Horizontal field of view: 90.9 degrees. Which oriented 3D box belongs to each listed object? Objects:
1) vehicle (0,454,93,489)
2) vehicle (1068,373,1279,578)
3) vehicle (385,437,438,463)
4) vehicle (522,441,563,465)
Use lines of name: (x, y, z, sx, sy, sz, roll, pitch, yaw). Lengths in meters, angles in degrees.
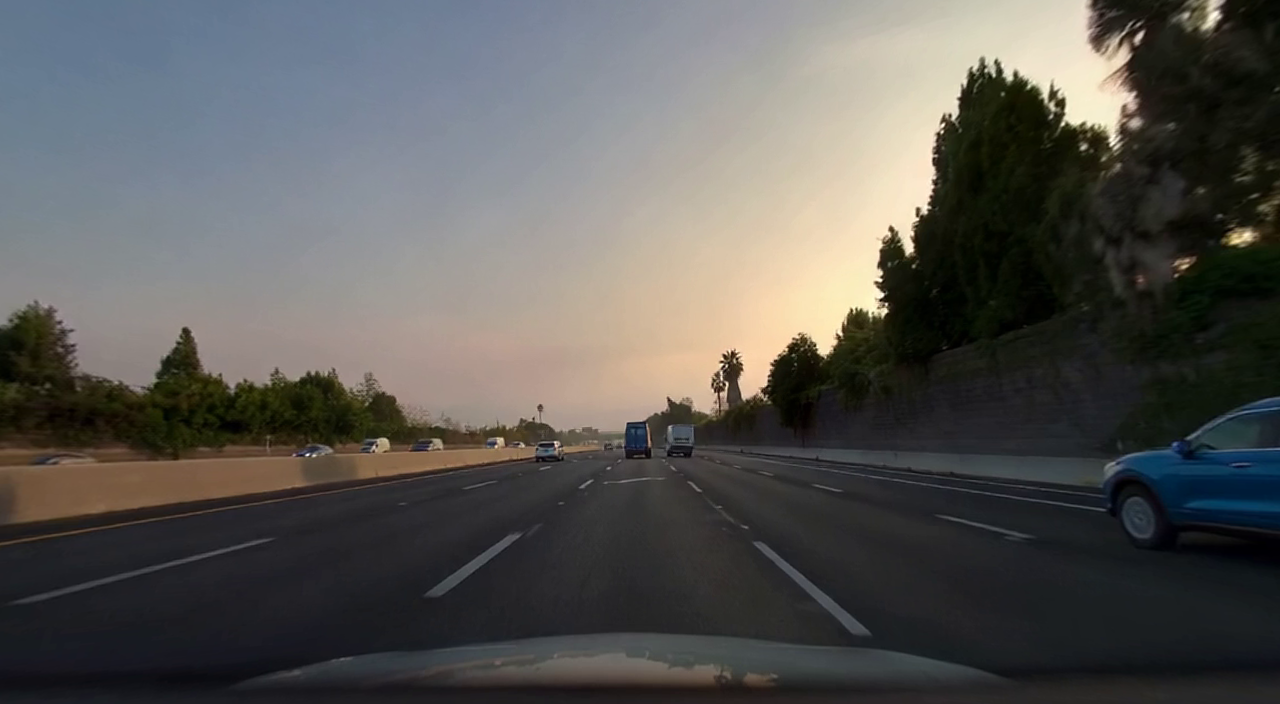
vehicle: (-26.729, 5.254, 27.979, 1.799, 1.371, 3.407, 0, -8, 0)
vehicle: (7.190, 1.184, 6.107, 2.361, 1.911, 5.286, 0, -8, 0)
vehicle: (-17.765, 7.619, 49.345, 2.240, 1.891, 5.113, 0, -8, 0)
vehicle: (-6.679, 6.968, 43.669, 2.097, 1.525, 4.632, 0, -8, 1)
